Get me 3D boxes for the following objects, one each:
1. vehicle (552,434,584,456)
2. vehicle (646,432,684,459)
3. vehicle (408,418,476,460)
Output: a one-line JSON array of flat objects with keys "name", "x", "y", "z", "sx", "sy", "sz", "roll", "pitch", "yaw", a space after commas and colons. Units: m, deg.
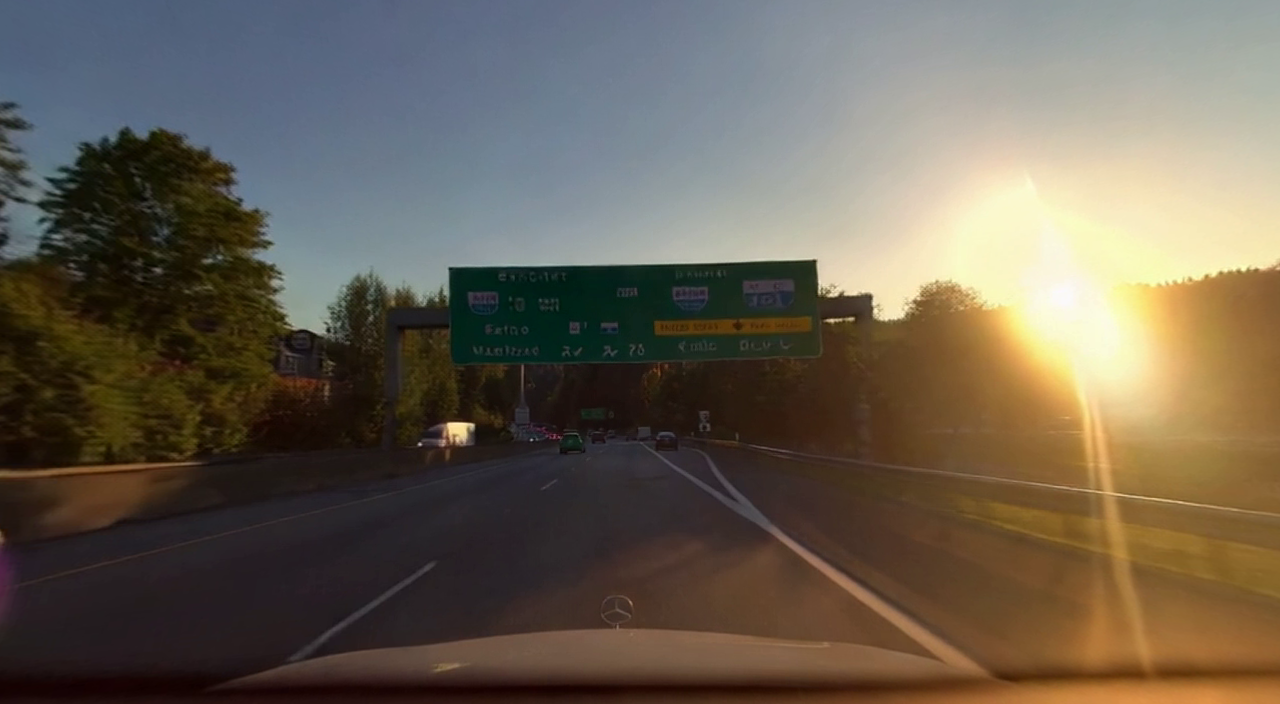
[{"name": "vehicle", "x": -5.215, "y": 6.816, "z": 46.233, "sx": 1.959, "sy": 1.514, "sz": 3.668, "roll": 0, "pitch": -8, "yaw": -1}, {"name": "vehicle", "x": 1.460, "y": 5.613, "z": 37.988, "sx": 2.139, "sy": 1.561, "sz": 4.060, "roll": 0, "pitch": -8, "yaw": 1}, {"name": "vehicle", "x": -14.194, "y": 6.319, "z": 45.835, "sx": 2.681, "sy": 2.726, "sz": 7.445, "roll": 0, "pitch": -8, "yaw": -2}]
